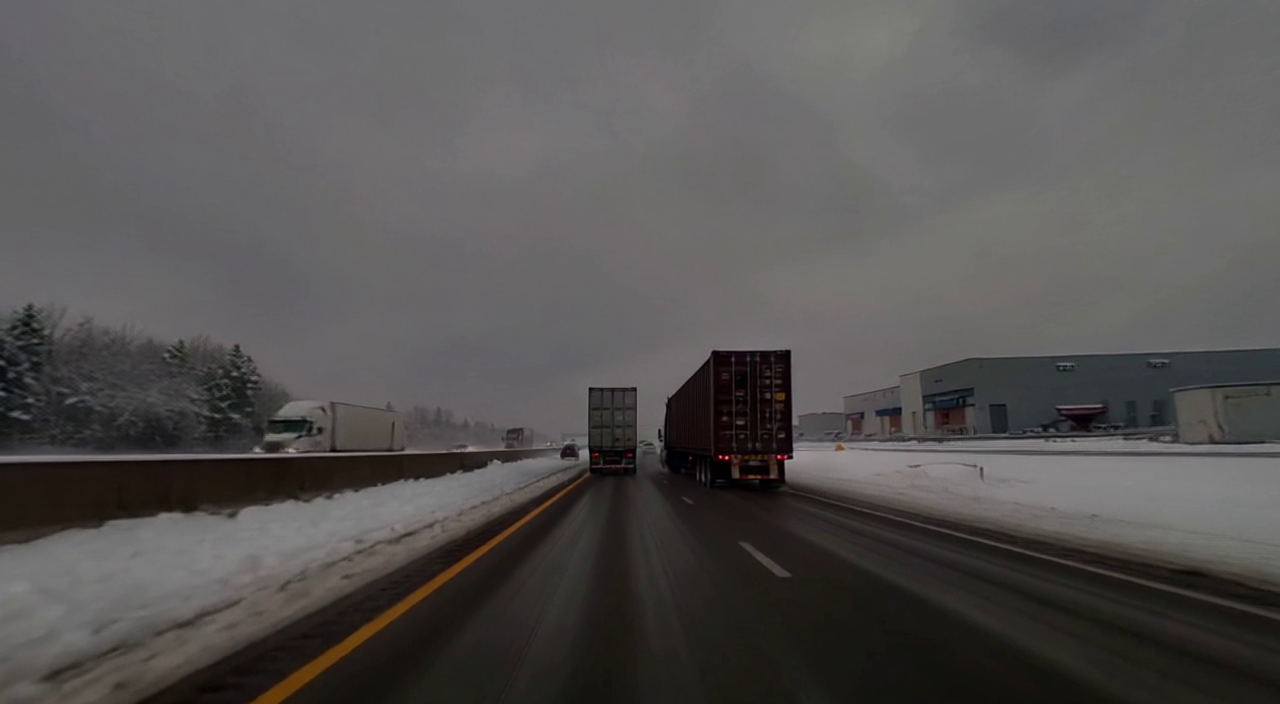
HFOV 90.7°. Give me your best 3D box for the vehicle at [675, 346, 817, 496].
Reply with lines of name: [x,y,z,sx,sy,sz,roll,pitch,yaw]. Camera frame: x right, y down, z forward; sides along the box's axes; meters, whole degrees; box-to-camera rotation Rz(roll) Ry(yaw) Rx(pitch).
vehicle: [3.200,2.788,23.557,2.803,4.072,12.744,0,-9,-1]

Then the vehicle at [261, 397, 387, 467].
vehicle: [-21.676,5.757,44.731,3.084,4.220,12.355,0,-9,-3]

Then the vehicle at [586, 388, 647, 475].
vehicle: [-1.211,4.613,35.767,2.841,4.071,12.046,0,-9,-1]
